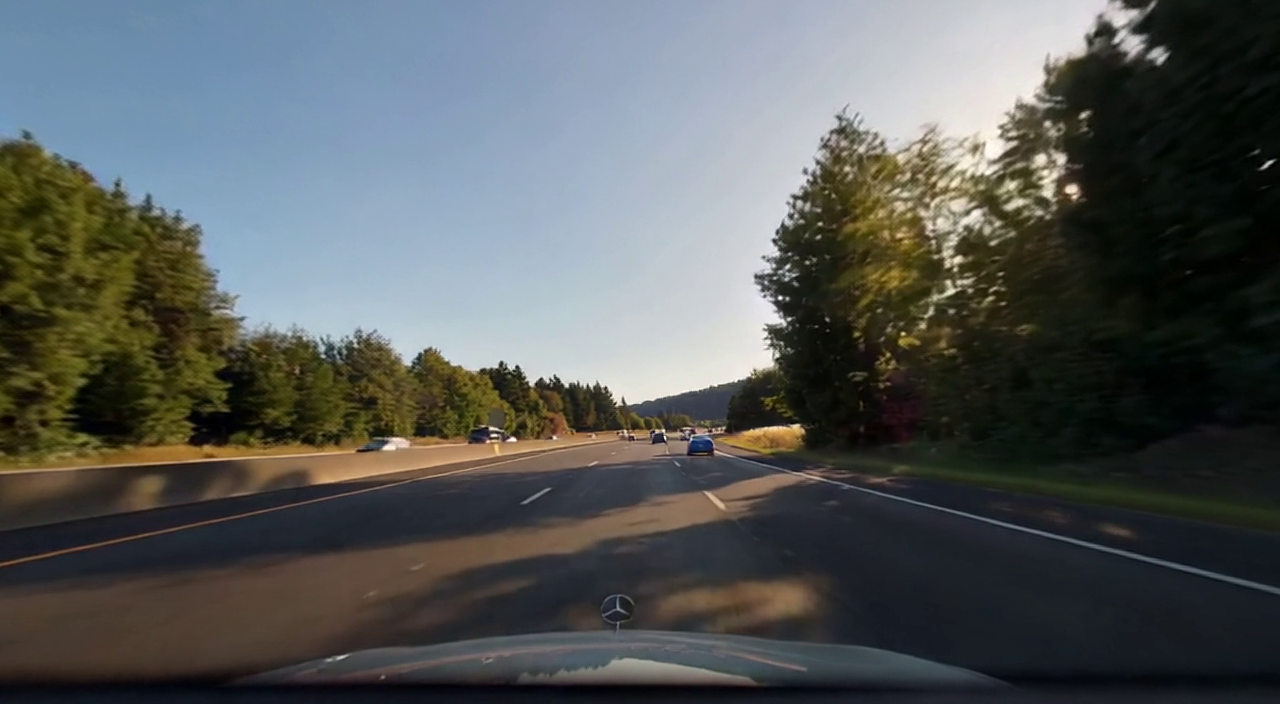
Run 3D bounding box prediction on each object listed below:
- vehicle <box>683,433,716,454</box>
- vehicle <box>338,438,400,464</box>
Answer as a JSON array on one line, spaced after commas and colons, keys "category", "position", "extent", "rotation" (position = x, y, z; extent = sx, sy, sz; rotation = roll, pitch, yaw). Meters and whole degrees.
[{"category": "vehicle", "position": [4.267, 6.669, 45.858], "extent": [1.982, 1.452, 4.294], "rotation": [0, -8, 0]}, {"category": "vehicle", "position": [-16.535, 6.015, 38.553], "extent": [1.783, 1.467, 4.405], "rotation": [0, -8, 1]}]
